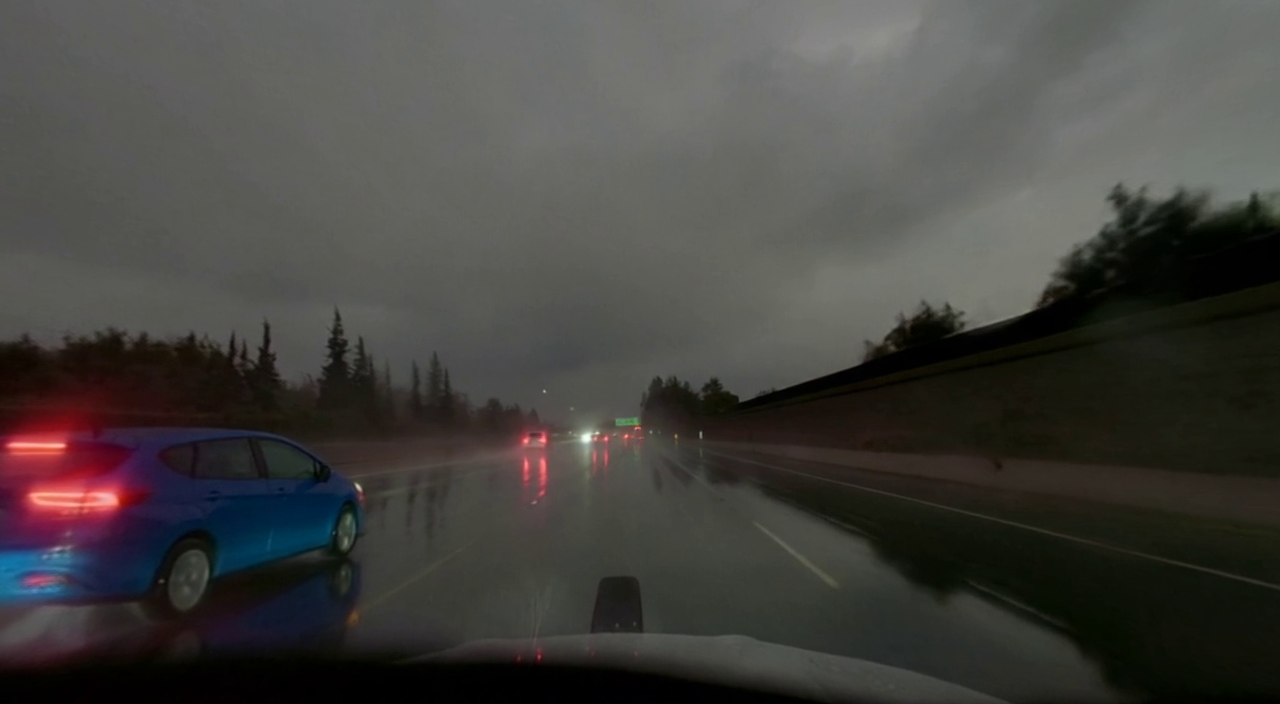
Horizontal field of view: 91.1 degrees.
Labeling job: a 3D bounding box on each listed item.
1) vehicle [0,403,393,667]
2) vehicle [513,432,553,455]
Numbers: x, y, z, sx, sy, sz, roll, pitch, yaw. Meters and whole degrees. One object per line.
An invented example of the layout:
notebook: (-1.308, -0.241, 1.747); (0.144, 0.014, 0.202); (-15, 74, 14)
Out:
vehicle: (-4.071, 1.313, 5.613); (2.079, 1.500, 3.881); (0, -8, 1)
vehicle: (-7.912, 6.781, 46.844); (2.053, 1.582, 4.878); (0, -8, 1)
